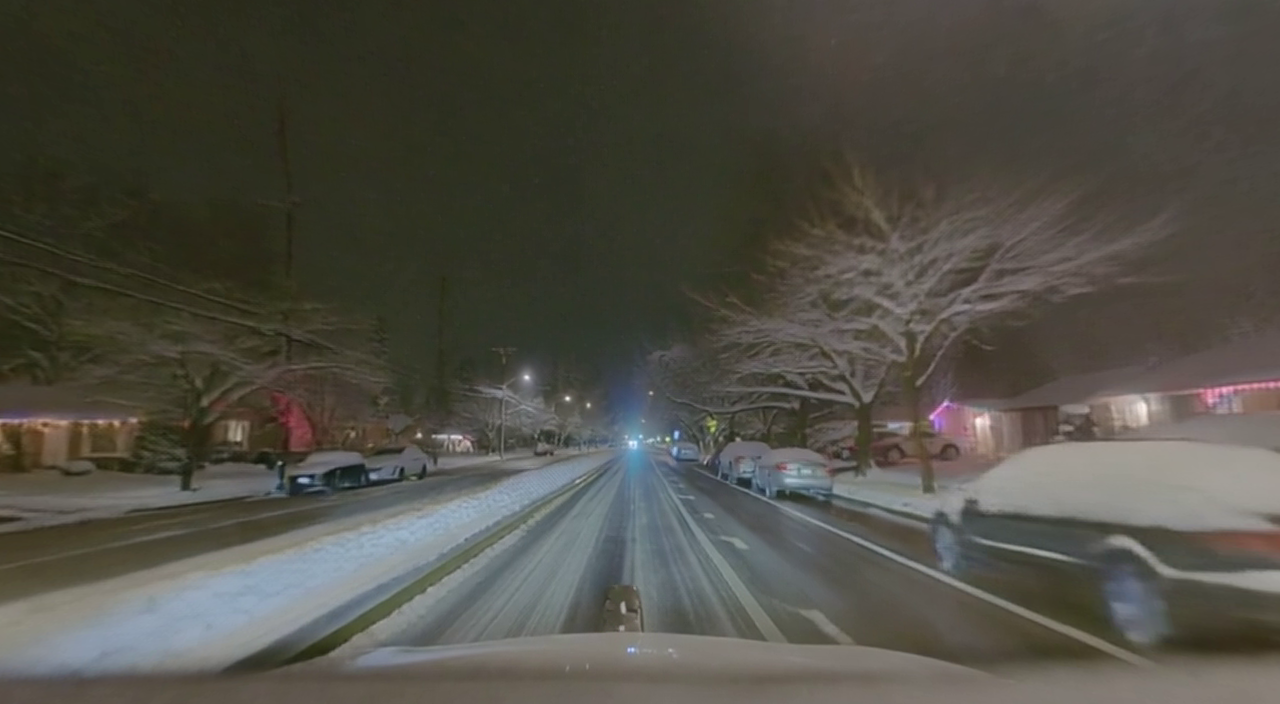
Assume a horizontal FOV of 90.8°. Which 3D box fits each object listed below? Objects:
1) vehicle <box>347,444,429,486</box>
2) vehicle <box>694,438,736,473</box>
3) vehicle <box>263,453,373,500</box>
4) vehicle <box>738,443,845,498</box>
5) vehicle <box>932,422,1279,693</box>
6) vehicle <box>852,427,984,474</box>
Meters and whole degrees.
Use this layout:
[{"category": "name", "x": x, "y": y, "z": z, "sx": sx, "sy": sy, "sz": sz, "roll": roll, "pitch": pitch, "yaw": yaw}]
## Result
[{"category": "vehicle", "x": -12.628, "y": 5.669, "z": 32.073, "sx": 2.075, "sy": 1.917, "sz": 4.984, "roll": -1, "pitch": -9, "yaw": 0}, {"category": "vehicle", "x": 4.401, "y": 6.104, "z": 37.749, "sx": 2.074, "sy": 1.838, "sz": 5.402, "roll": 1, "pitch": -8, "yaw": 3}, {"category": "vehicle", "x": -12.640, "y": 4.868, "z": 25.202, "sx": 1.925, "sy": 1.498, "sz": 4.850, "roll": -4, "pitch": -9, "yaw": -1}, {"category": "vehicle", "x": 4.647, "y": 3.700, "z": 20.285, "sx": 2.035, "sy": 1.498, "sz": 4.910, "roll": 0, "pitch": -8, "yaw": -2}, {"category": "vehicle", "x": 4.759, "y": 1.590, "z": 5.808, "sx": 1.934, "sy": 1.546, "sz": 5.009, "roll": 3, "pitch": -9, "yaw": 2}, {"category": "vehicle", "x": 12.402, "y": 4.387, "z": 28.428, "sx": 4.825, "sy": 1.675, "sz": 2.184, "roll": -4, "pitch": -7, "yaw": -2}]
